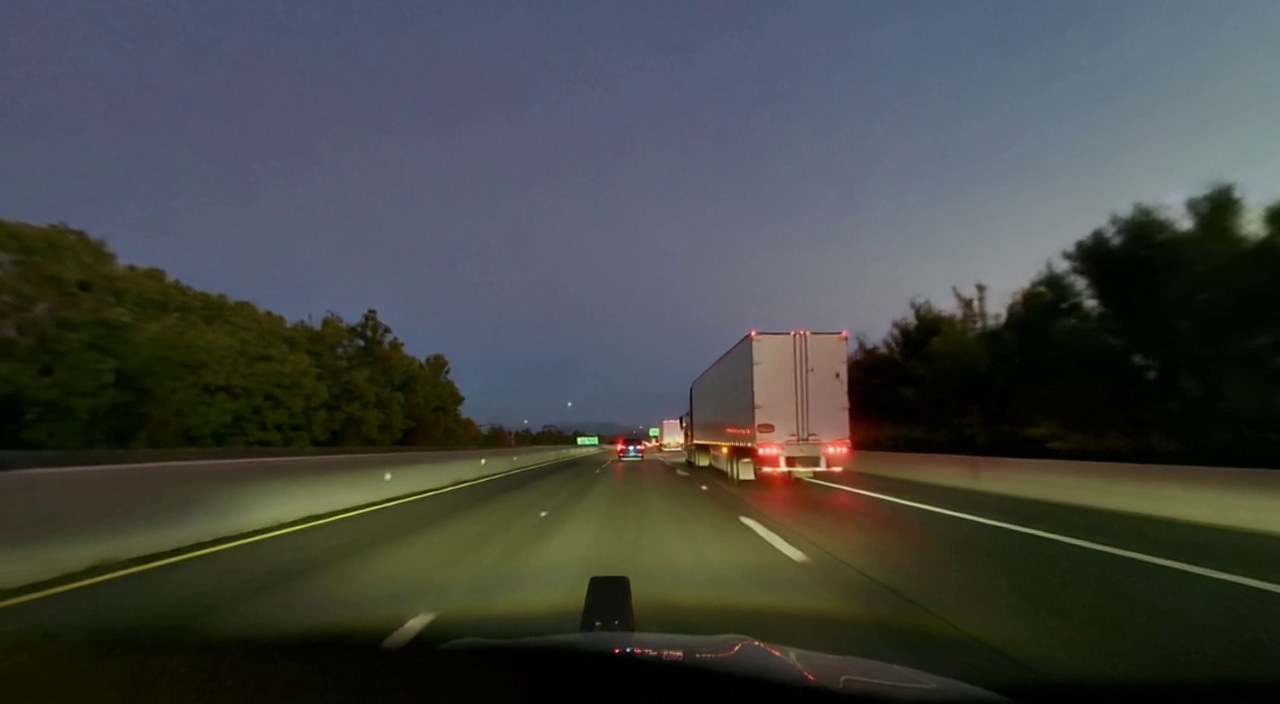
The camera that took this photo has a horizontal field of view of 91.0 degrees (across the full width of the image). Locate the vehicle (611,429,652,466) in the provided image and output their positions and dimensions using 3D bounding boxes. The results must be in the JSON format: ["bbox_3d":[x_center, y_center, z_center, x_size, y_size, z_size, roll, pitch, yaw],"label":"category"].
[{"bbox_3d":[-0.499,5.489,36.322,2.211,1.933,4.315,0,-8,-1],"label":"vehicle"}]

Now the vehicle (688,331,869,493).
[{"bbox_3d":[4.050,2.515,23.247,3.005,4.121,14.417,0,-8,-2],"label":"vehicle"}]
